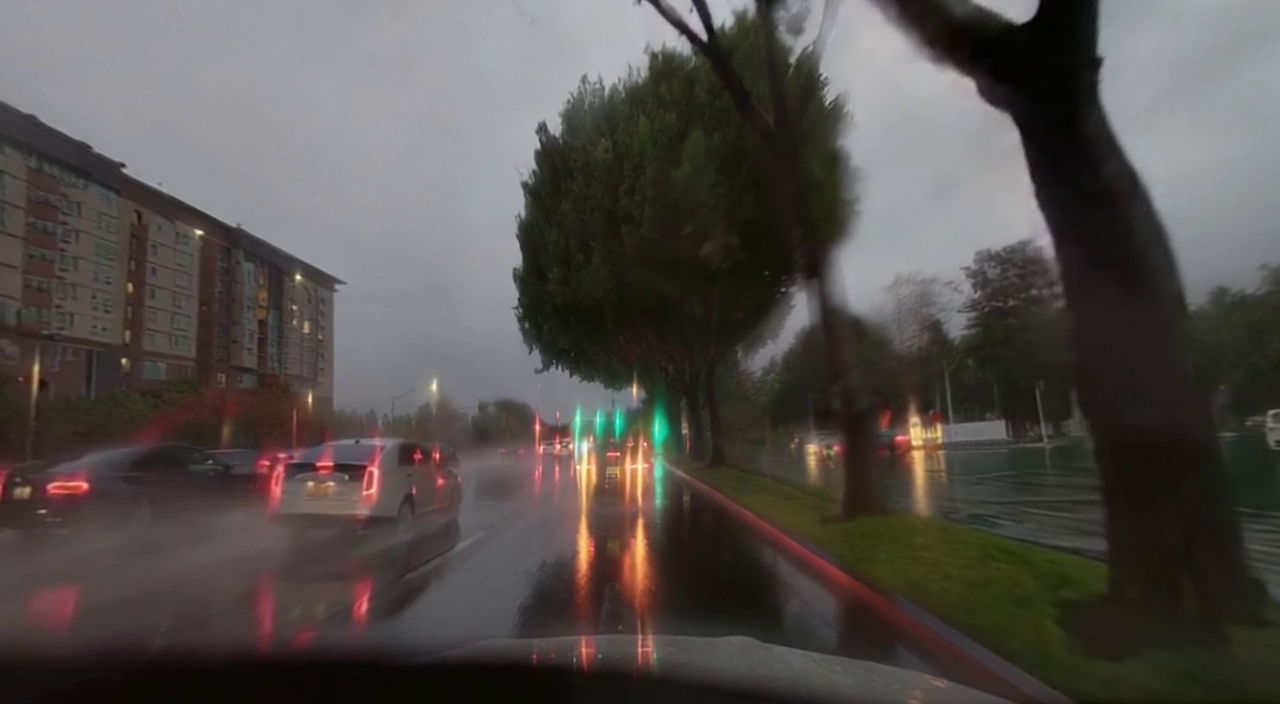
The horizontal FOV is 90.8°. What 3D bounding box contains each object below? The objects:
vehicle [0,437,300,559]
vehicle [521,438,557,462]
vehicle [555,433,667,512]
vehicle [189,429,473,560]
[{"bbox_3d":[-7.595,2.124,9.985,1.906,1.449,4.576,0,-9,0],"label":"vehicle"},{"bbox_3d":[-7.701,7.524,48.573,2.023,1.737,4.569,0,-9,1],"label":"vehicle"},{"bbox_3d":[-0.582,2.622,14.158,2.099,1.469,4.389,0,-9,-1],"label":"vehicle"},{"bbox_3d":[-4.230,2.026,9.756,2.032,1.515,4.641,0,-9,0],"label":"vehicle"}]
